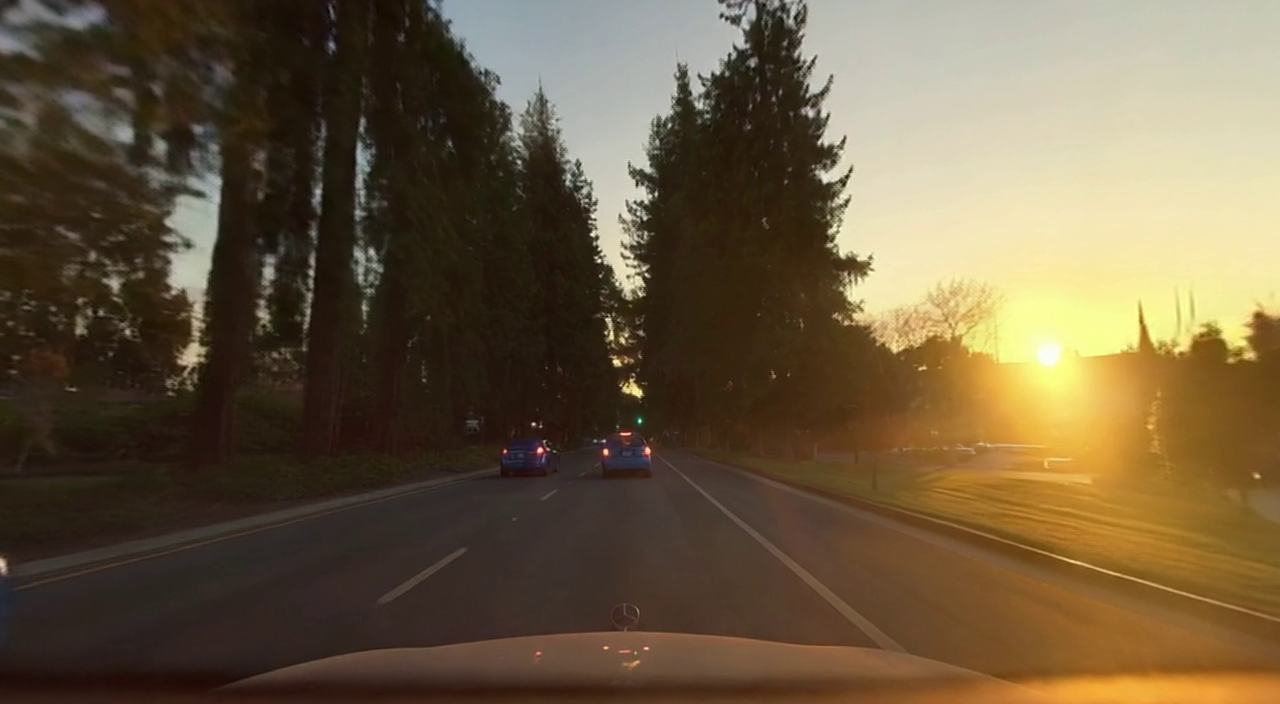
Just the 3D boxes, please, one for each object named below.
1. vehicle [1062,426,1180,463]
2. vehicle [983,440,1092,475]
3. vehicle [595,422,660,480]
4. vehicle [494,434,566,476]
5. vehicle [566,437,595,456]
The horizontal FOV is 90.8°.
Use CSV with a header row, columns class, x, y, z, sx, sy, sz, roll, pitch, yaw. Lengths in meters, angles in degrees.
class,x,y,z,sx,sy,sz,roll,pitch,yaw
vehicle,20.550,3.953,27.077,3.567,1.521,1.879,1,-8,-5
vehicle,20.666,5.462,32.918,4.387,1.752,1.903,0,-8,-3
vehicle,-0.419,3.340,21.532,2.018,1.769,3.897,0,-8,-1
vehicle,-4.035,3.848,23.818,1.917,1.448,4.178,0,-8,1
vehicle,-4.555,7.327,49.059,1.831,1.445,3.851,0,-8,1
